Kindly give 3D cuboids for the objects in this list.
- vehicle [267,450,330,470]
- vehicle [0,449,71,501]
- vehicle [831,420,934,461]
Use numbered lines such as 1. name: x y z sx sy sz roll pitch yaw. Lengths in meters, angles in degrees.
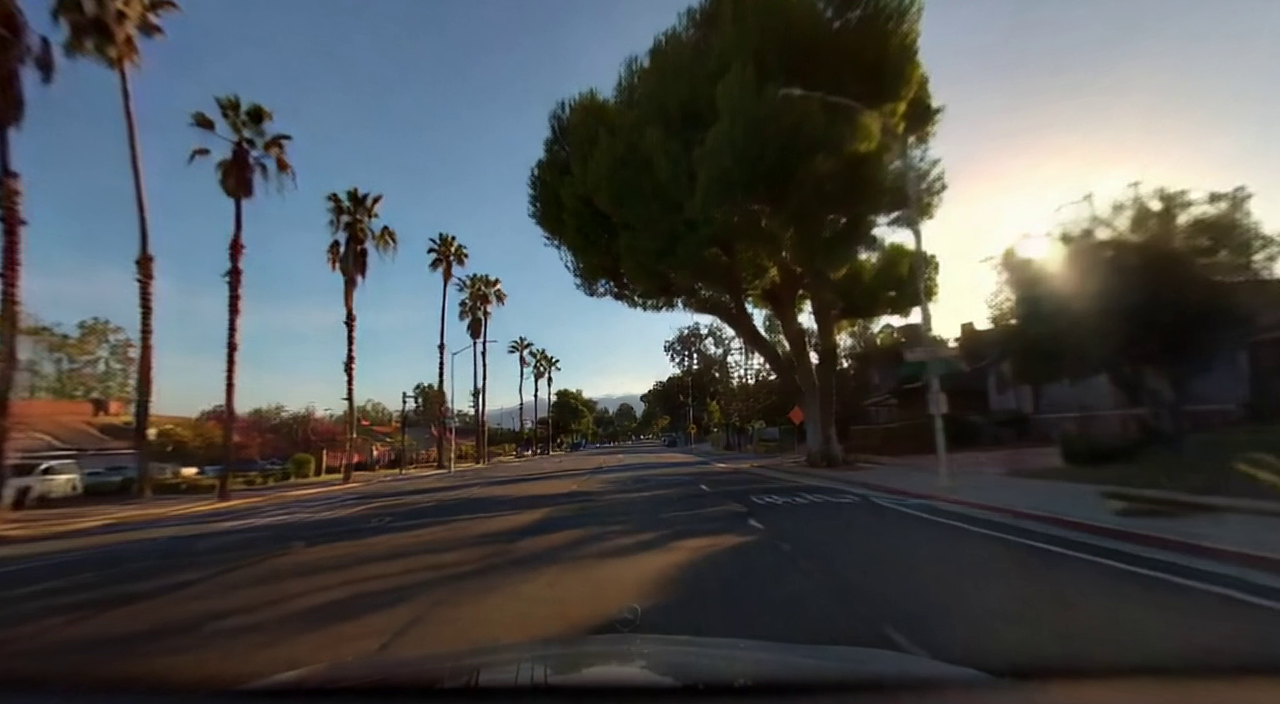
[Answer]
1. vehicle: -25.928 8.173 47.966 4.452 1.466 1.910 -5 -10 27
2. vehicle: -26.041 5.145 25.995 5.622 1.769 2.331 -9 -7 31
3. vehicle: 12.846 4.726 33.485 4.963 2.031 2.132 4 -10 -23
